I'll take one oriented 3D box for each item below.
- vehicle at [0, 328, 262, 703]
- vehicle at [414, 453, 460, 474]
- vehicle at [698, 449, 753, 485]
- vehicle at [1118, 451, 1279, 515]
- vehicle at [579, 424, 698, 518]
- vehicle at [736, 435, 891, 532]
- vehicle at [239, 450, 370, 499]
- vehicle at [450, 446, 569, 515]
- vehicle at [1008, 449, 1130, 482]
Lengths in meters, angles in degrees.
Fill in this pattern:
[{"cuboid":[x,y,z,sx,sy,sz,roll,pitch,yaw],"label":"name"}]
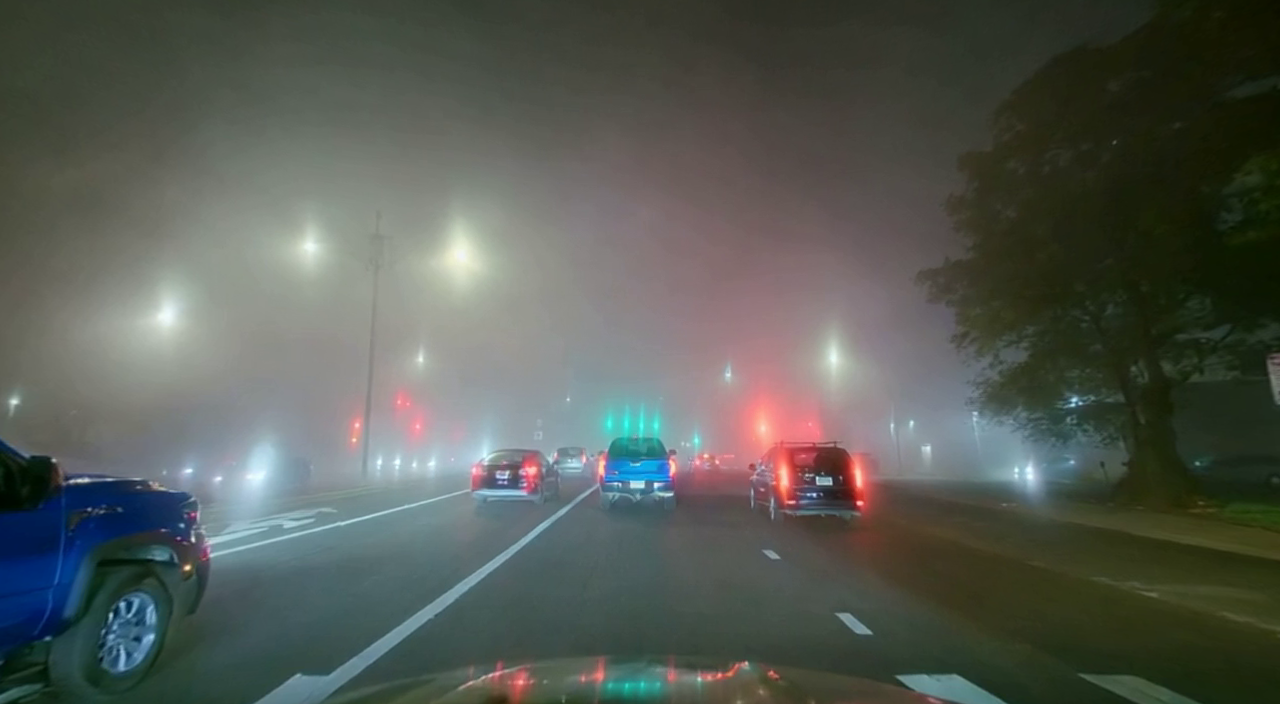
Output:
[{"cuboid":[-3.466,0.682,1.656,1.994,1.759,4.709,0,-8,0],"label":"vehicle"},{"cuboid":[-15.184,8.364,47.394,1.932,1.449,4.545,0,-8,1],"label":"vehicle"},{"cuboid":[3.845,5.234,29.072,1.968,1.472,4.456,0,-8,0],"label":"vehicle"},{"cuboid":[17.447,3.905,19.368,1.940,1.500,4.748,-2,-7,3],"label":"vehicle"},{"cuboid":[-0.028,2.861,15.736,2.493,1.934,4.957,0,-8,0],"label":"vehicle"},{"cuboid":[3.309,2.569,12.965,1.955,1.628,4.152,0,-8,0],"label":"vehicle"},{"cuboid":[-11.552,4.213,22.139,1.968,1.487,4.676,0,-8,1],"label":"vehicle"},{"cuboid":[-3.092,3.120,15.948,1.986,1.465,4.509,0,-8,1],"label":"vehicle"},{"cuboid":[22.286,5.867,33.028,2.003,1.515,4.939,3,-9,-20],"label":"vehicle"}]
